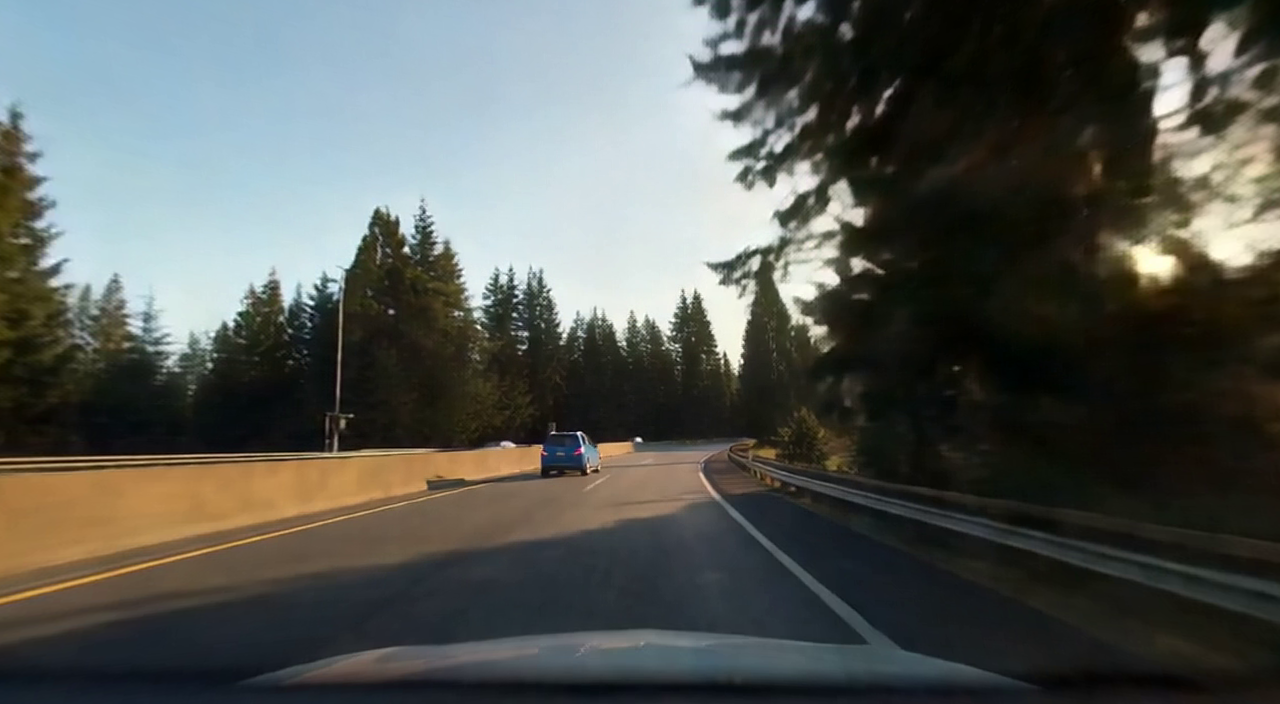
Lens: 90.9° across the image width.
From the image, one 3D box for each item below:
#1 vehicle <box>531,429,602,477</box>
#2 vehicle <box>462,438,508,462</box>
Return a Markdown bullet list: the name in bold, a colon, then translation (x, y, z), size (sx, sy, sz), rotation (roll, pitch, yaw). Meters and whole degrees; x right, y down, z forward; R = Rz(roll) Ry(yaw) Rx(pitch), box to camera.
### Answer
- **vehicle**: translation (-2.850, 4.052, 25.478), size (2.005, 1.752, 4.479), rotation (-1, -8, 4)
- **vehicle**: translation (-10.723, 6.804, 43.914), size (1.916, 1.506, 4.401), rotation (-1, -8, 3)
